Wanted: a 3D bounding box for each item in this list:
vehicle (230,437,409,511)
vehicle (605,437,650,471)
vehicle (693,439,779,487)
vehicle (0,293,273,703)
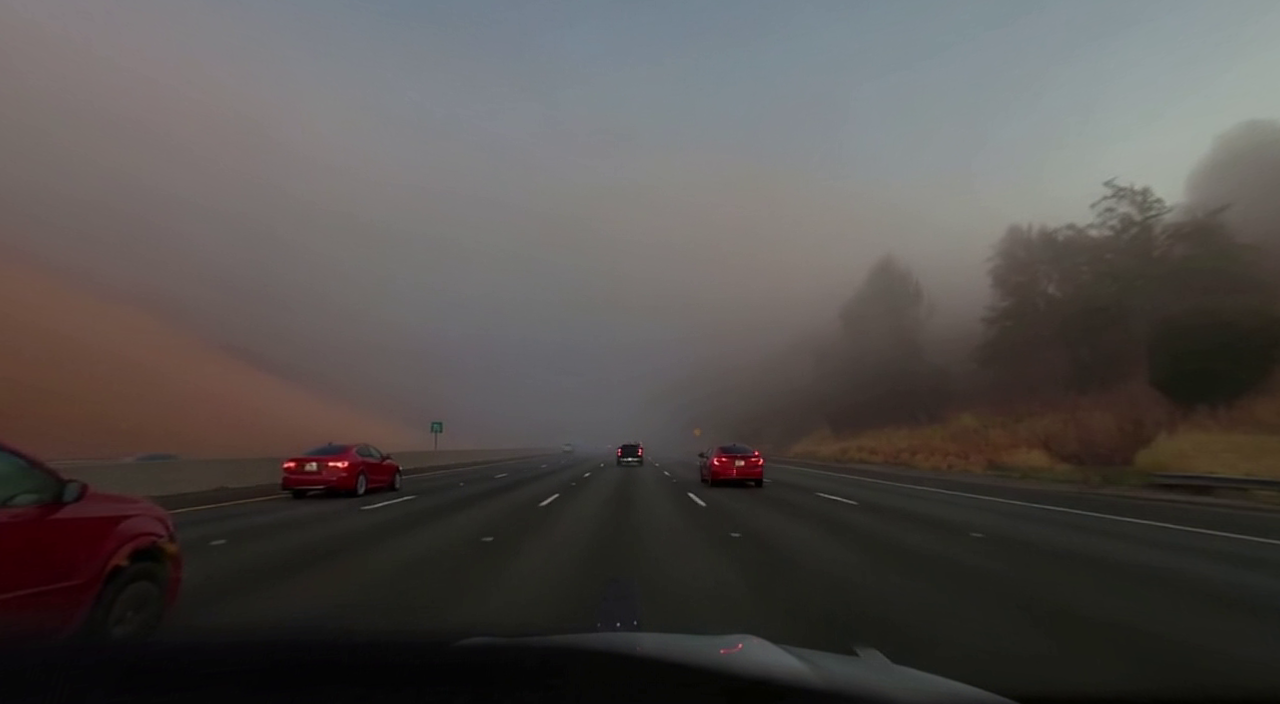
[{"bbox_3d":[-7.581,2.908,15.634,1.922,1.508,4.816,0,-8,0],"label":"vehicle"},{"bbox_3d":[-0.651,5.439,33.886,2.277,1.675,4.023,0,-8,-1],"label":"vehicle"},{"bbox_3d":[3.180,3.797,22.009,2.120,1.492,4.734,0,-8,-1],"label":"vehicle"},{"bbox_3d":[-3.785,0.595,1.519,2.379,1.948,5.668,0,-8,0],"label":"vehicle"}]
